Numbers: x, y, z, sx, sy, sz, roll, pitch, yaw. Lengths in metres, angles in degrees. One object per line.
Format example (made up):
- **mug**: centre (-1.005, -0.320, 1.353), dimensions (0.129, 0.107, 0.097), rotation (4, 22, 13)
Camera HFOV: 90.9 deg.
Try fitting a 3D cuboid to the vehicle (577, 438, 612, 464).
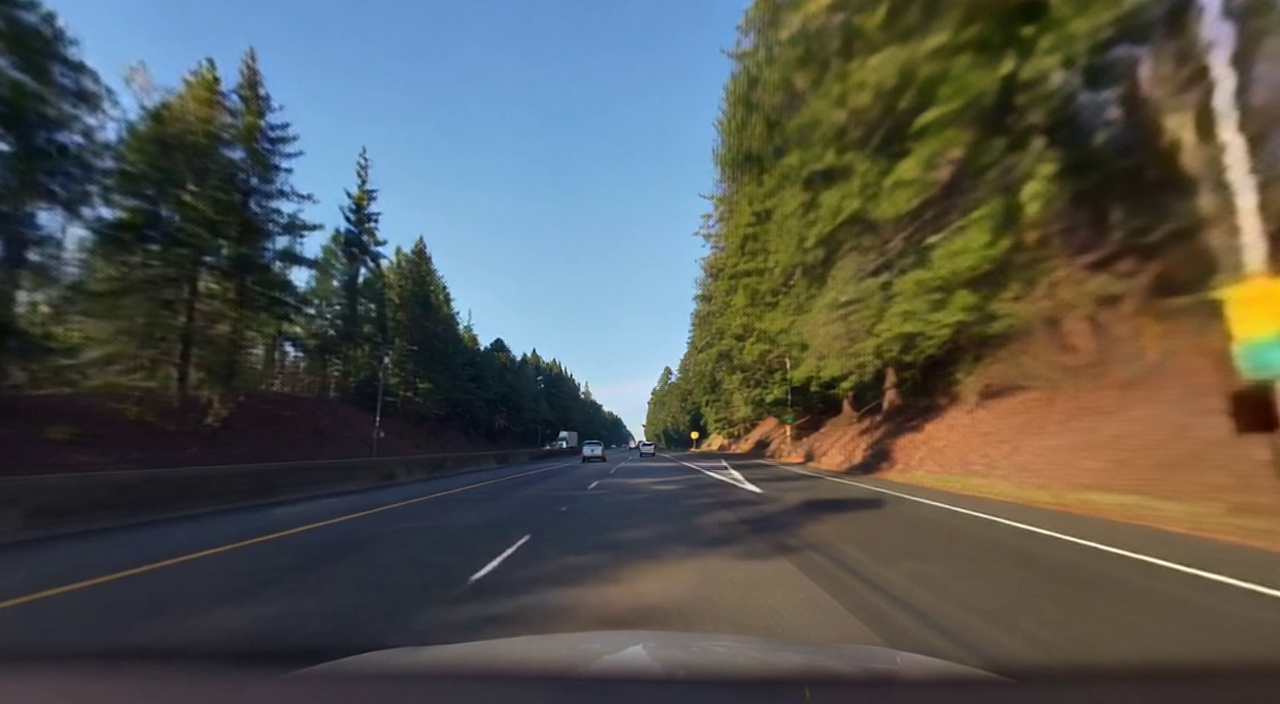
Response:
- **vehicle**: centre (-3.260, 7.200, 45.927), dimensions (2.129, 1.742, 4.217), rotation (-1, -8, 2)
